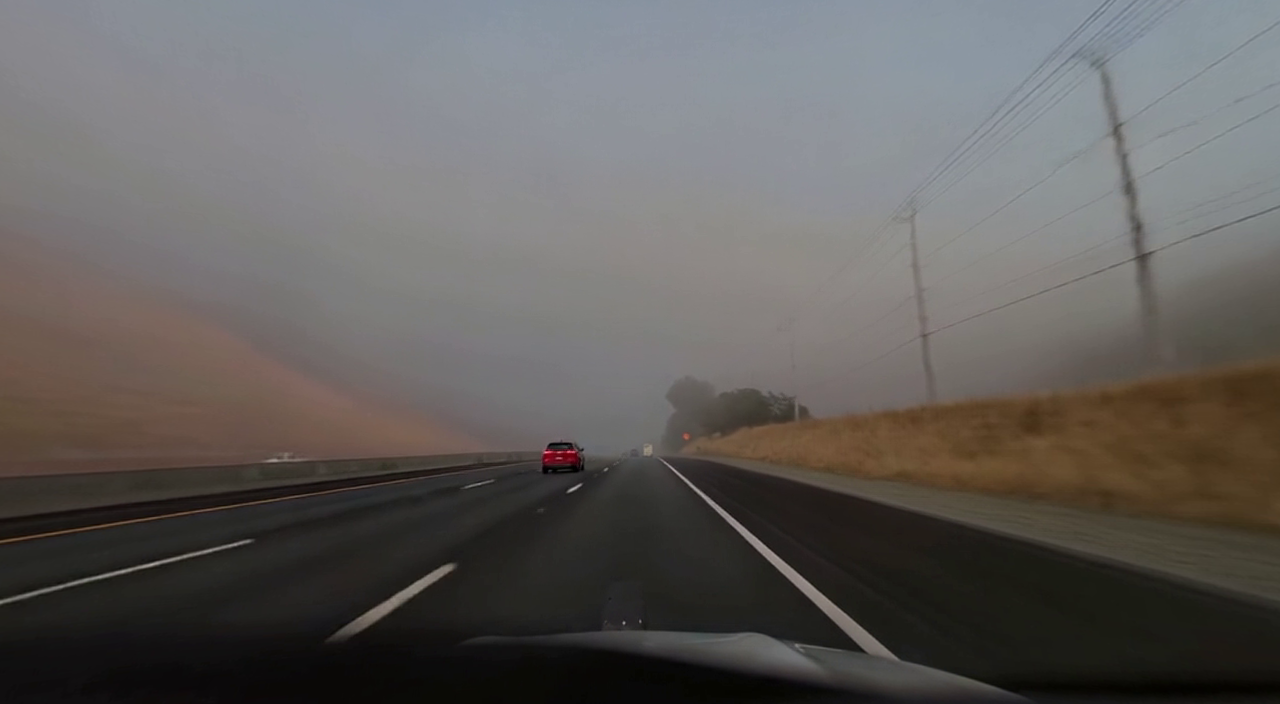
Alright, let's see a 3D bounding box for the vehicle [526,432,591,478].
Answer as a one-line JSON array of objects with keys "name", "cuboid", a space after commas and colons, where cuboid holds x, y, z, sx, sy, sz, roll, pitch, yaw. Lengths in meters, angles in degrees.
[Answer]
[{"name": "vehicle", "cuboid": [-3.484, 4.483, 27.768, 2.136, 1.845, 4.515, 0, -8, 2]}]
